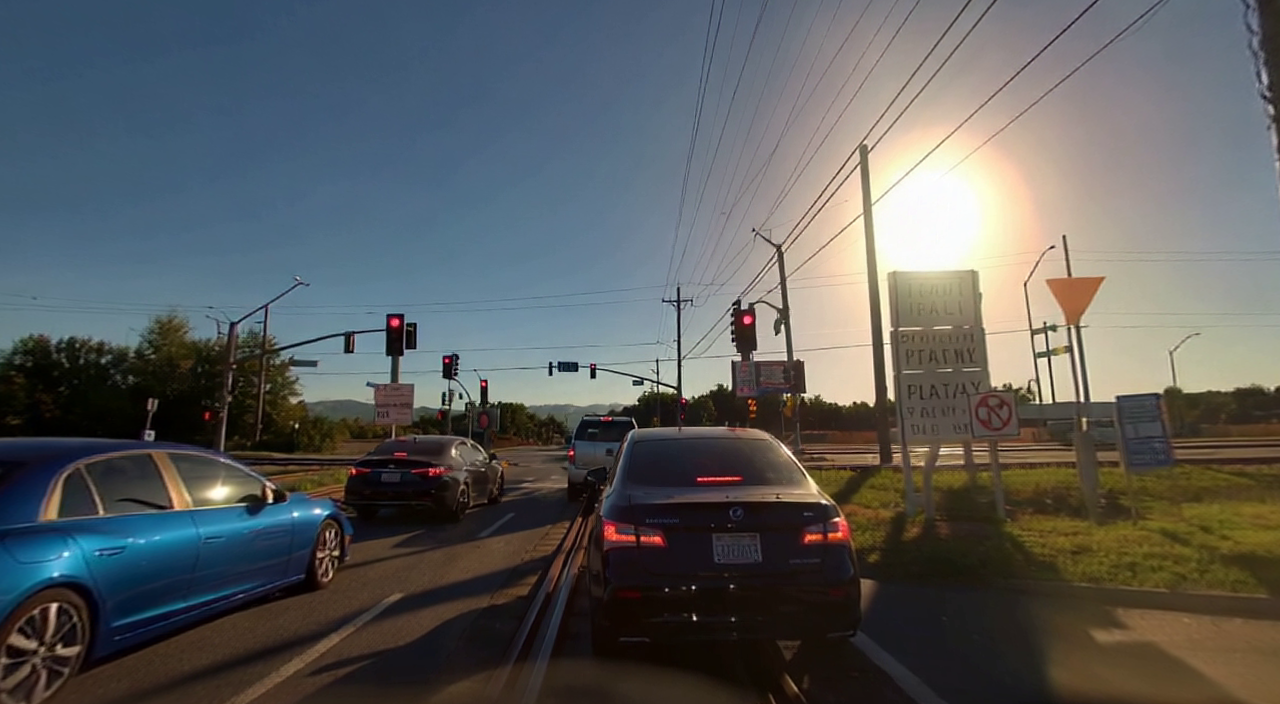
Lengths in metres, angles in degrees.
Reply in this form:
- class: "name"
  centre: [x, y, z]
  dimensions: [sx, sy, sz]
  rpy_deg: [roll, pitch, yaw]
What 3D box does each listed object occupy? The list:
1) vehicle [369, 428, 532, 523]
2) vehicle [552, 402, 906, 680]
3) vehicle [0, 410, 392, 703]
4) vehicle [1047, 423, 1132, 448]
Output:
- class: "vehicle"
  centre: [-3.405, 2.301, 12.252]
  dimensions: [1.984, 1.505, 4.047]
  rpy_deg: [0, -9, -2]
- class: "vehicle"
  centre: [0.392, 1.352, 5.601]
  dimensions: [1.998, 1.529, 3.960]
  rpy_deg: [1, -9, -4]
- class: "vehicle"
  centre: [-3.710, 1.284, 4.638]
  dimensions: [1.956, 1.468, 4.585]
  rpy_deg: [0, -9, -1]
- class: "vehicle"
  centre: [33.044, 6.151, 46.541]
  dimensions: [4.544, 1.762, 2.272]
  rpy_deg: [1, -9, -2]
